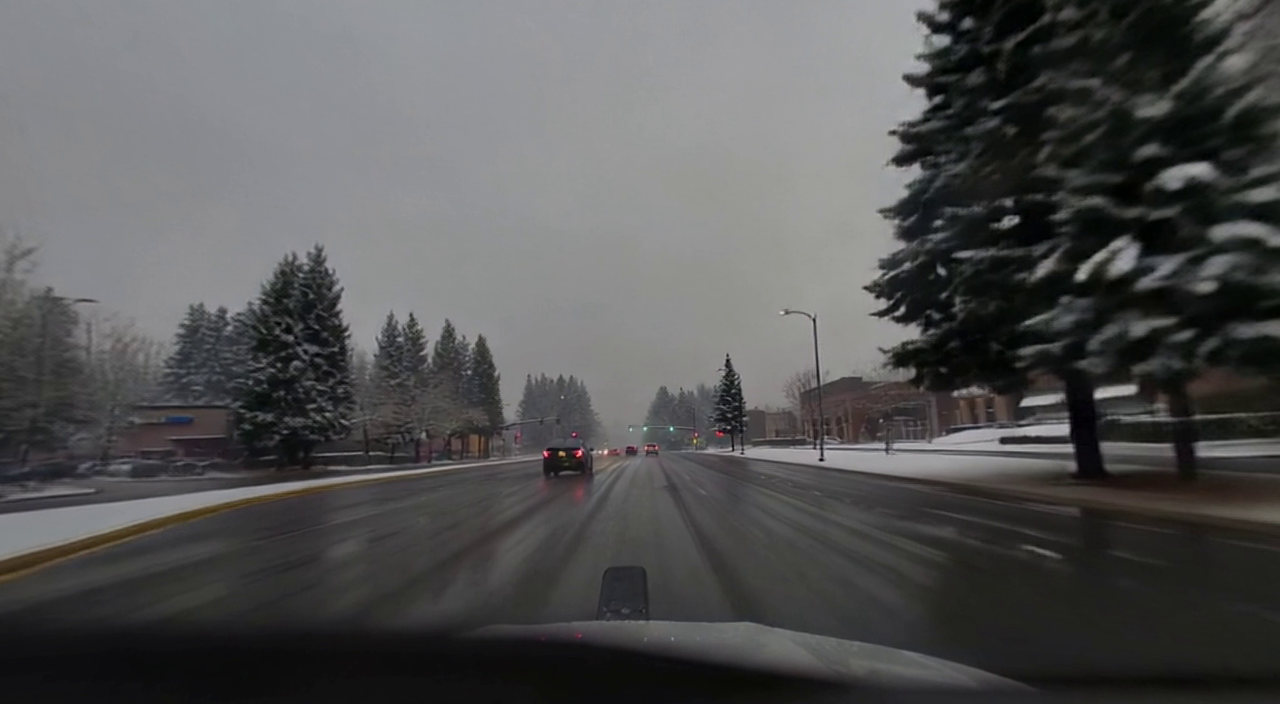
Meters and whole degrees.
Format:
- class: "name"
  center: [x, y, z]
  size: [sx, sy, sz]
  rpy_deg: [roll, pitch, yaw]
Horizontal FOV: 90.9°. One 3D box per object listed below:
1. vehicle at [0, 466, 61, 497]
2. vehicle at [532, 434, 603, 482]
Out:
- class: "vehicle"
  center: [-40.949, 8.410, 40.869]
  size: [1.833, 1.760, 5.122]
  rpy_deg: [0, -8, 2]
- class: "vehicle"
  center: [-2.652, 4.025, 24.190]
  size: [2.121, 1.656, 4.559]
  rpy_deg: [0, -8, 1]
